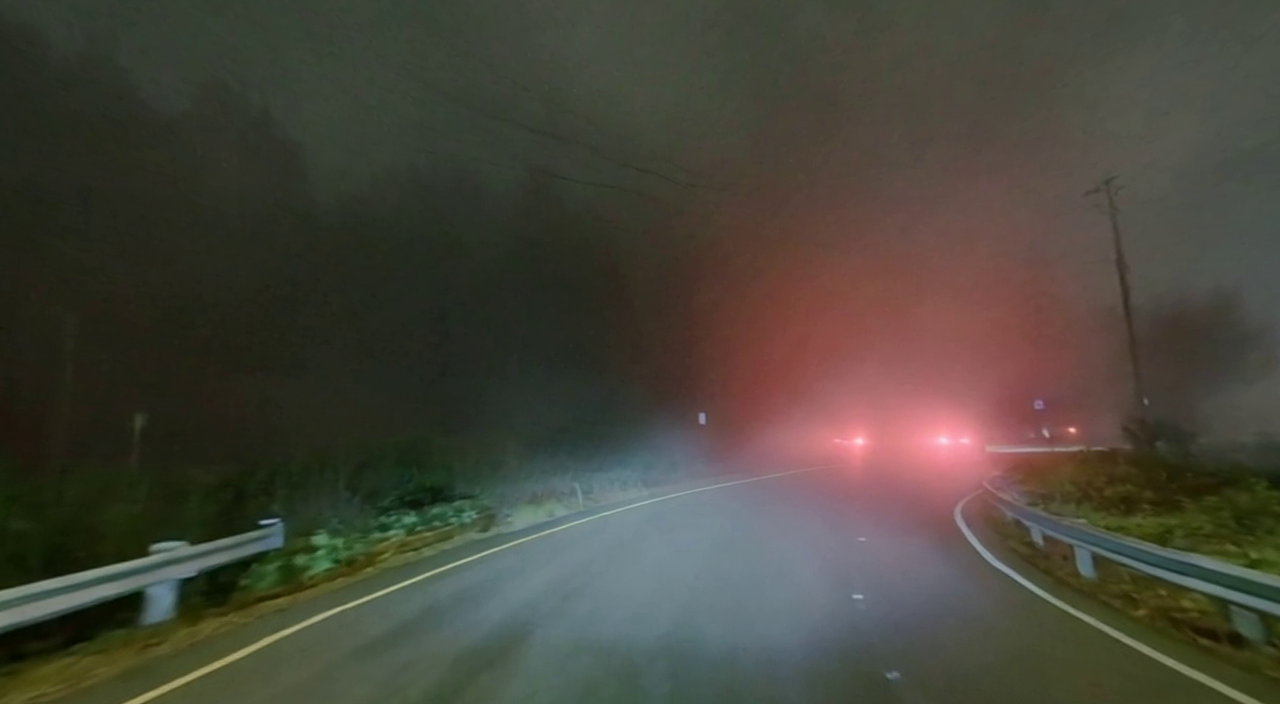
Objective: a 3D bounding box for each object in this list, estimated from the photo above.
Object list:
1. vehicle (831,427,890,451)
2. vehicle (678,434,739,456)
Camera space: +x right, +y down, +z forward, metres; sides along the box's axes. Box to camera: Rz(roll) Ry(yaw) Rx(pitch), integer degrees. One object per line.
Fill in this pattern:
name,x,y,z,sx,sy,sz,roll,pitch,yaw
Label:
vehicle,15.038,5.964,42.839,3.990,1.549,1.971,8,-11,-40
vehicle,5.419,7.316,49.290,4.957,1.593,1.871,8,-12,-41
